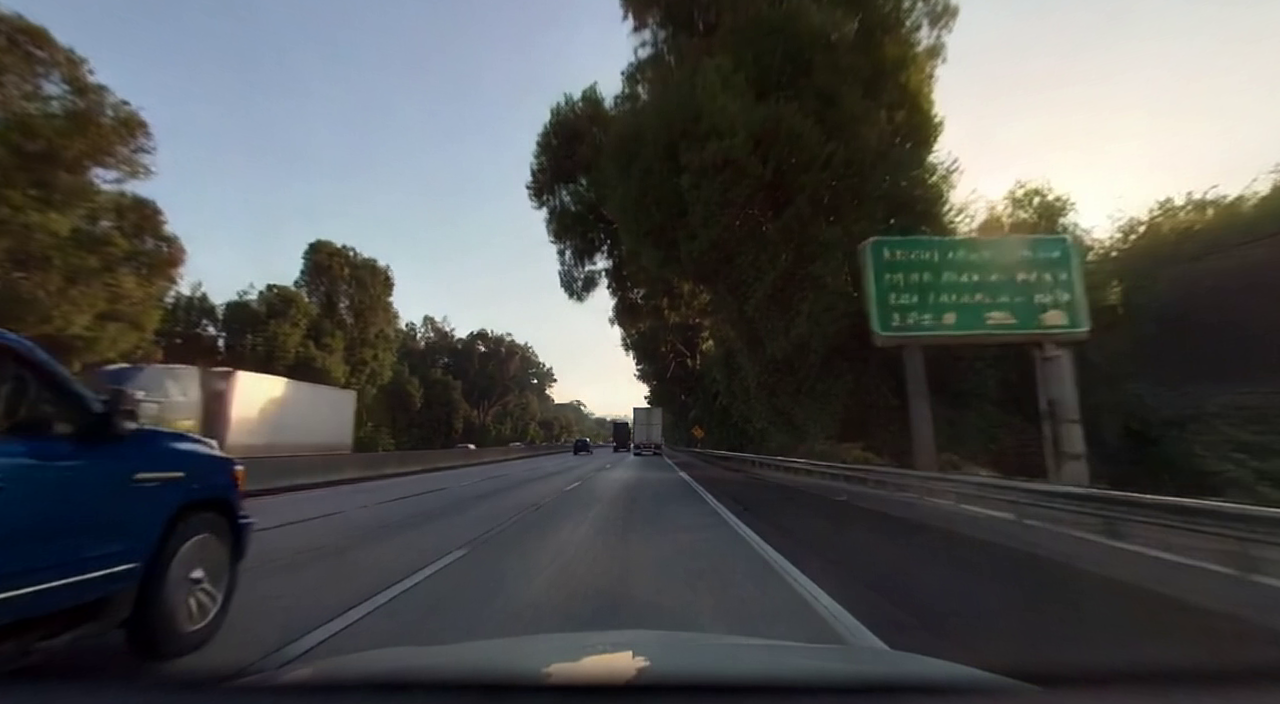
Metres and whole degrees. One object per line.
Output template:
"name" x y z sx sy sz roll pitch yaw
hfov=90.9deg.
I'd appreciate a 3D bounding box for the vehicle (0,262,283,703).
"vehicle" -4.119 0.538 1.739 2.651 2.126 5.936 0 -8 1
